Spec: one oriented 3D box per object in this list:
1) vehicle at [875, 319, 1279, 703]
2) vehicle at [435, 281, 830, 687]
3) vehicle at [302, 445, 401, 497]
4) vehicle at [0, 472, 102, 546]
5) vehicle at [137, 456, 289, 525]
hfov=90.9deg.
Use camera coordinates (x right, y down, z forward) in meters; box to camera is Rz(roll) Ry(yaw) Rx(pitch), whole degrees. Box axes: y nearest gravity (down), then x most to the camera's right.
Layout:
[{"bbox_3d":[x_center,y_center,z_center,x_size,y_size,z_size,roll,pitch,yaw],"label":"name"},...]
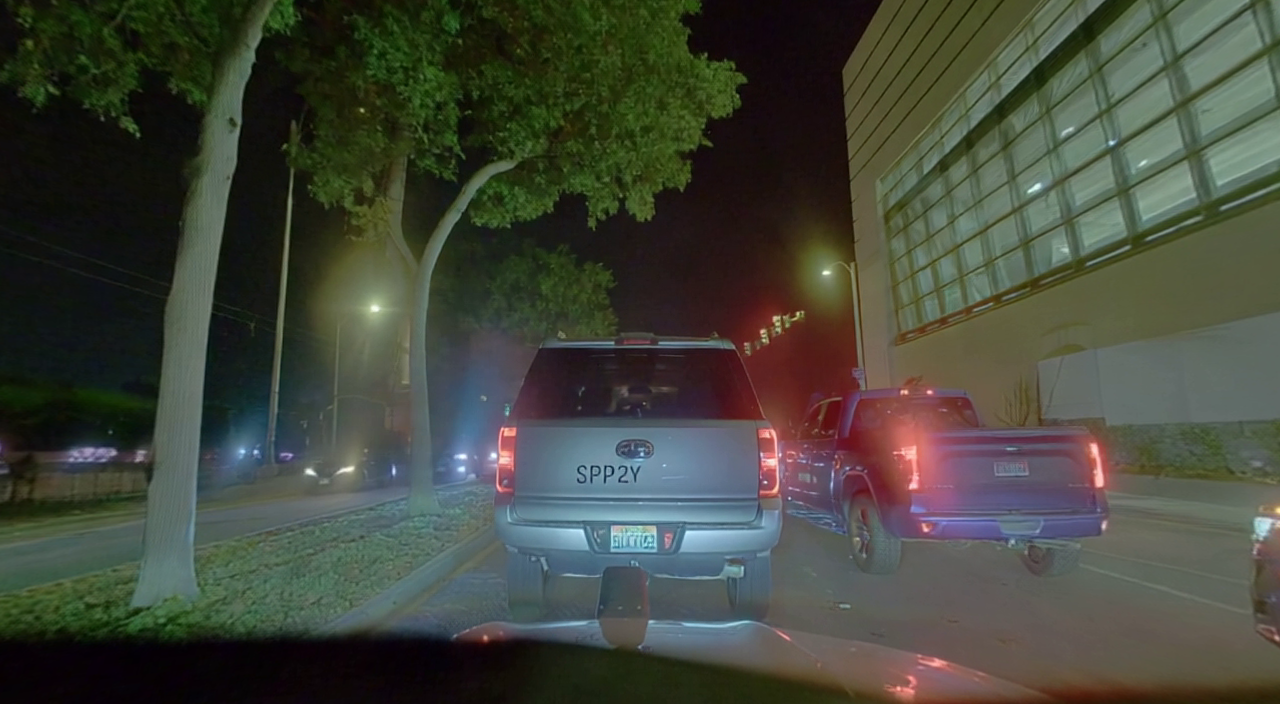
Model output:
[{"bbox_3d":[3.086,0.986,3.497,2.022,1.700,4.410,0,-8,3],"label":"vehicle"},{"bbox_3d":[0.013,1.055,5.942,2.267,2.372,4.366,0,-8,2],"label":"vehicle"},{"bbox_3d":[-12.506,5.148,27.753,2.111,1.917,4.758,-4,-9,1],"label":"vehicle"},{"bbox_3d":[-17.068,3.993,15.928,2.317,1.711,4.837,-1,-9,8],"label":"vehicle"},{"bbox_3d":[-16.220,5.214,24.374,2.637,2.293,4.494,0,-8,0],"label":"vehicle"}]
